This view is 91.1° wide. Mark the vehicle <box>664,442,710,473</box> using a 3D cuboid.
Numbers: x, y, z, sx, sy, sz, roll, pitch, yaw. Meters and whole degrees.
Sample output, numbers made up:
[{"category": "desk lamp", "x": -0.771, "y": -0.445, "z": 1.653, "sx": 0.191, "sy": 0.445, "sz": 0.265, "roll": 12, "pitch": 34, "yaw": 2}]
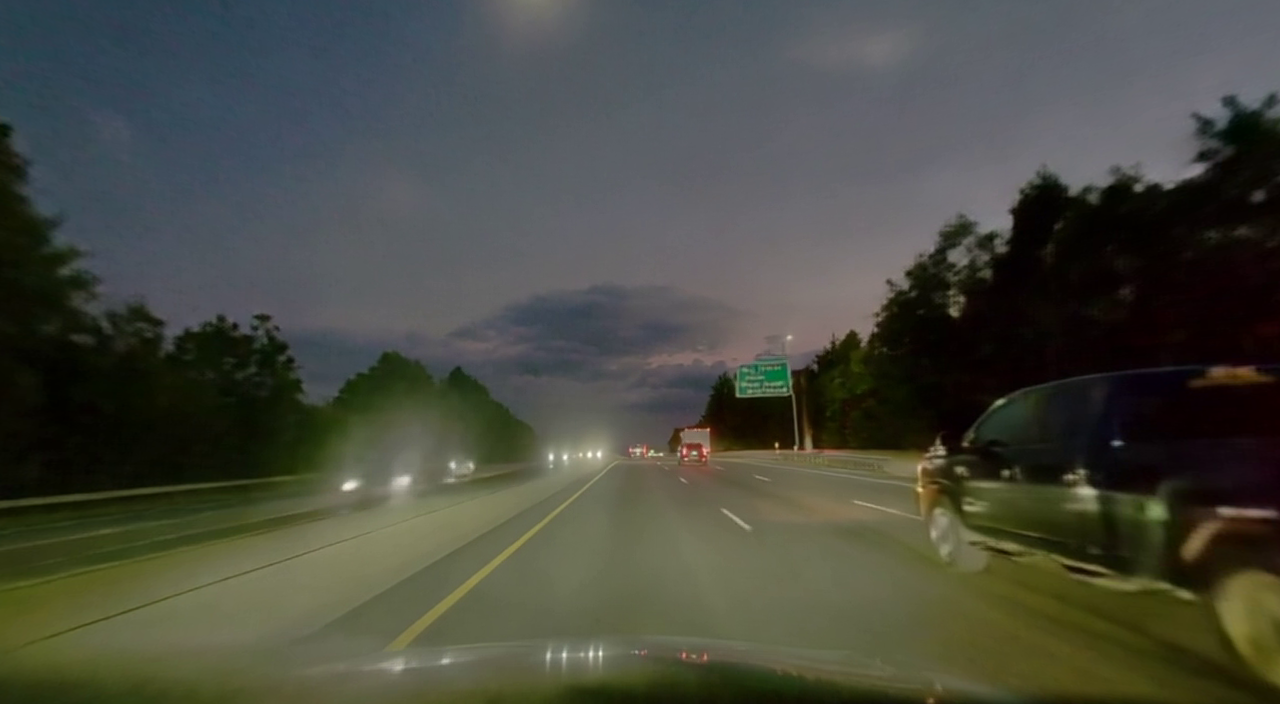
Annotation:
[{"category": "vehicle", "x": 2.595, "y": 6.006, "z": 35.893, "sx": 2.123, "sy": 1.620, "sz": 4.959, "roll": 0, "pitch": -9, "yaw": -1}]

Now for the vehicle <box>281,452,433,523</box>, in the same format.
[{"category": "vehicle", "x": -6.807, "y": 3.260, "z": 15.644, "sx": 1.998, "sy": 1.474, "sz": 3.857, "roll": 0, "pitch": -9, "yaw": -1}]

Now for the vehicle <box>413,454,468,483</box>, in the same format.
[{"category": "vehicle", "x": -11.009, "y": 6.421, "z": 34.946, "sx": 1.834, "sy": 1.459, "sz": 3.774, "roll": 0, "pitch": -9, "yaw": 0}]

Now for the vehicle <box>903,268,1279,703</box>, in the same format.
[{"category": "vehicle", "x": 3.723, "y": 0.828, "z": 3.953, "sx": 1.981, "sy": 1.984, "sz": 4.623, "roll": 0, "pitch": -9, "yaw": -2}]
